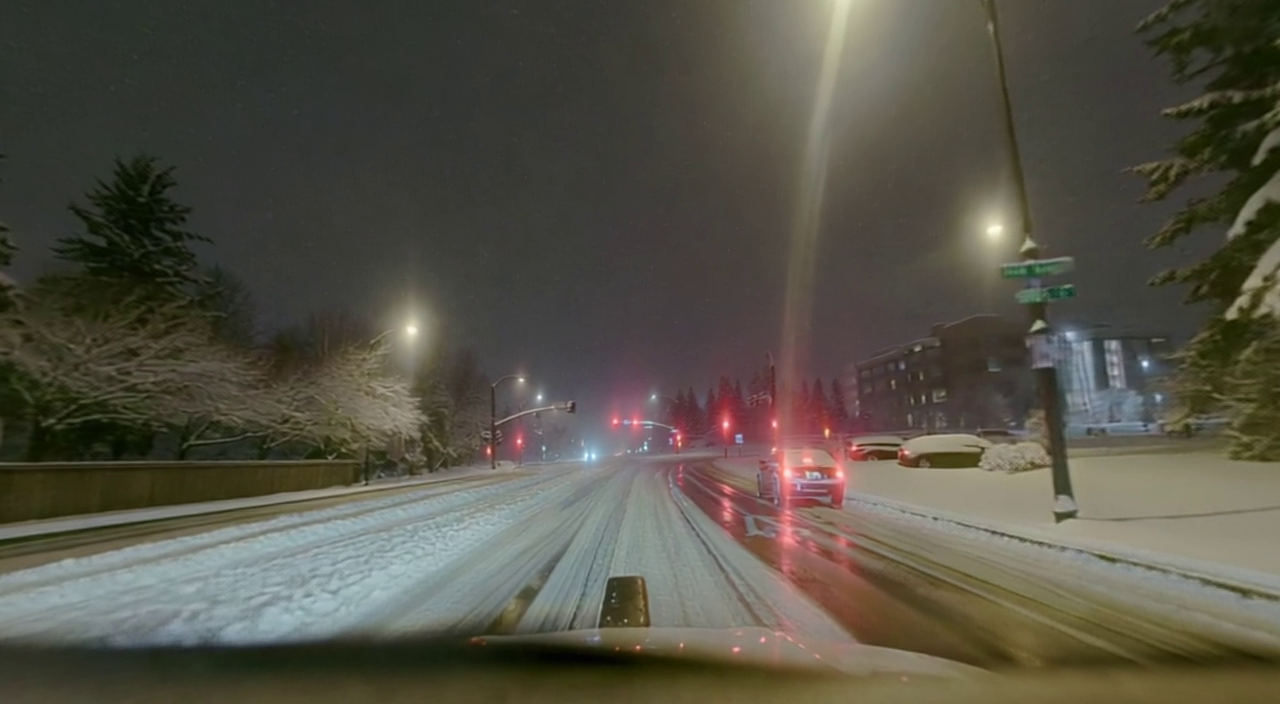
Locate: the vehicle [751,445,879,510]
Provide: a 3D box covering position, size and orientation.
[{"bbox_3d":[4.363,3.201,16.583,2.006,1.448,4.671,0,-9,0],"label":"vehicle"}]

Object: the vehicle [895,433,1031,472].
[{"bbox_3d":[12.439,3.901,24.483,4.227,1.451,1.874,0,-9,2],"label":"vehicle"}]
